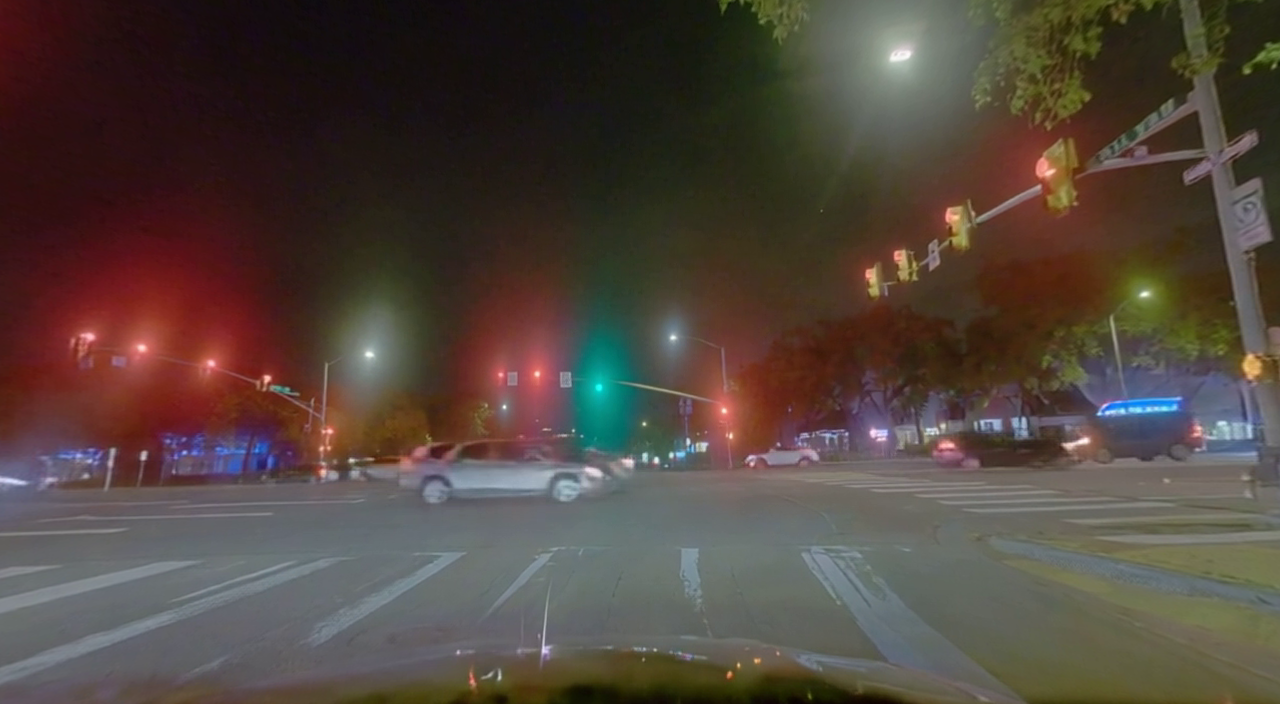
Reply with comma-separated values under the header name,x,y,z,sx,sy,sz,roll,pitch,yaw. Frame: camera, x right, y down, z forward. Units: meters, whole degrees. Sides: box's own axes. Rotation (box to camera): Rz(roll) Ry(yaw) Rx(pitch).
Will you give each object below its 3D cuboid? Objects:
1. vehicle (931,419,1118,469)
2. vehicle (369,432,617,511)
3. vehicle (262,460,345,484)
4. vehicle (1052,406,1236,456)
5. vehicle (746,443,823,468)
name,x,y,z,sx,sy,sz,roll,pitch,yaw
vehicle,11.949,2.922,19.886,4.606,1.479,1.821,-1,-9,6
vehicle,-2.993,2.519,13.479,4.808,1.517,1.806,-1,-9,6
vehicle,-22.520,8.009,42.264,4.608,1.481,1.815,-2,-9,5
vehicle,18.868,3.025,23.829,4.987,1.780,1.996,-1,-9,6
vehicle,8.805,6.372,38.801,4.377,1.491,1.734,-1,-9,6
